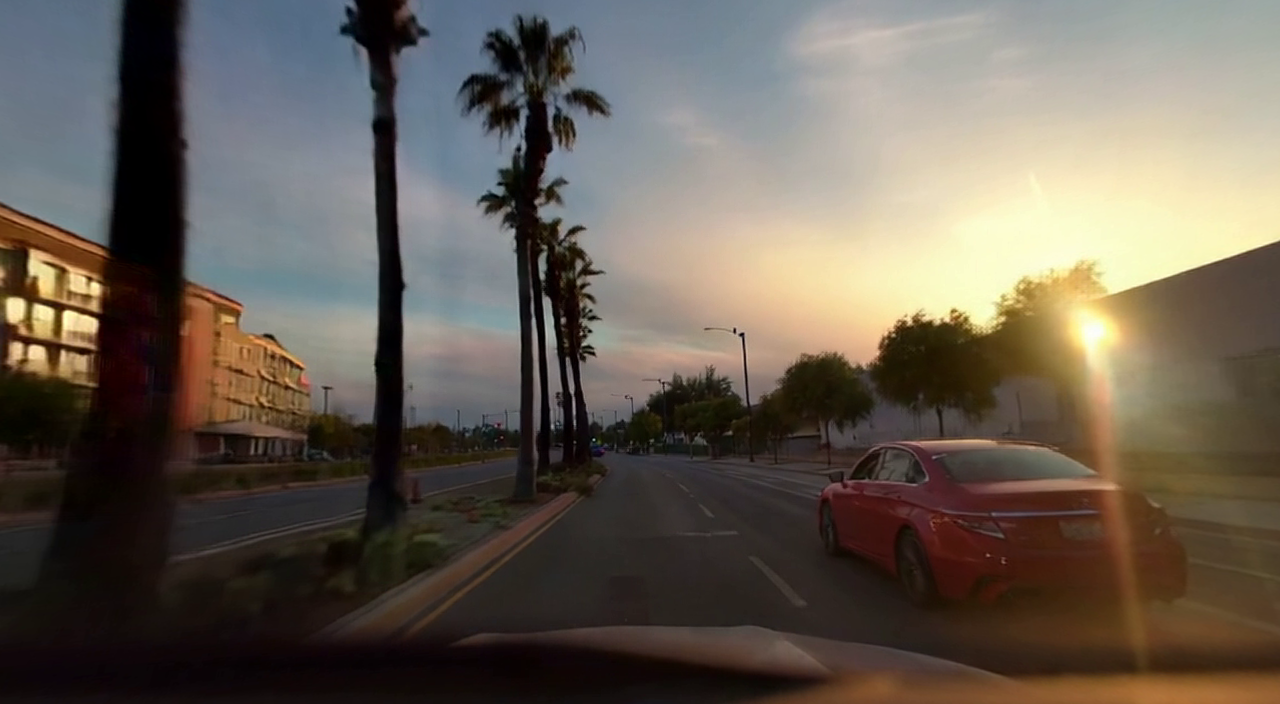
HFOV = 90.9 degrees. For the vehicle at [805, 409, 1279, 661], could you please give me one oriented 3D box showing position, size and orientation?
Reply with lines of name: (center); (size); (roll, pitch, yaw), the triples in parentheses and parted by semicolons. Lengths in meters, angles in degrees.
vehicle: (3.172, 1.462, 6.163); (1.867, 1.554, 4.301); (0, -8, -1)
